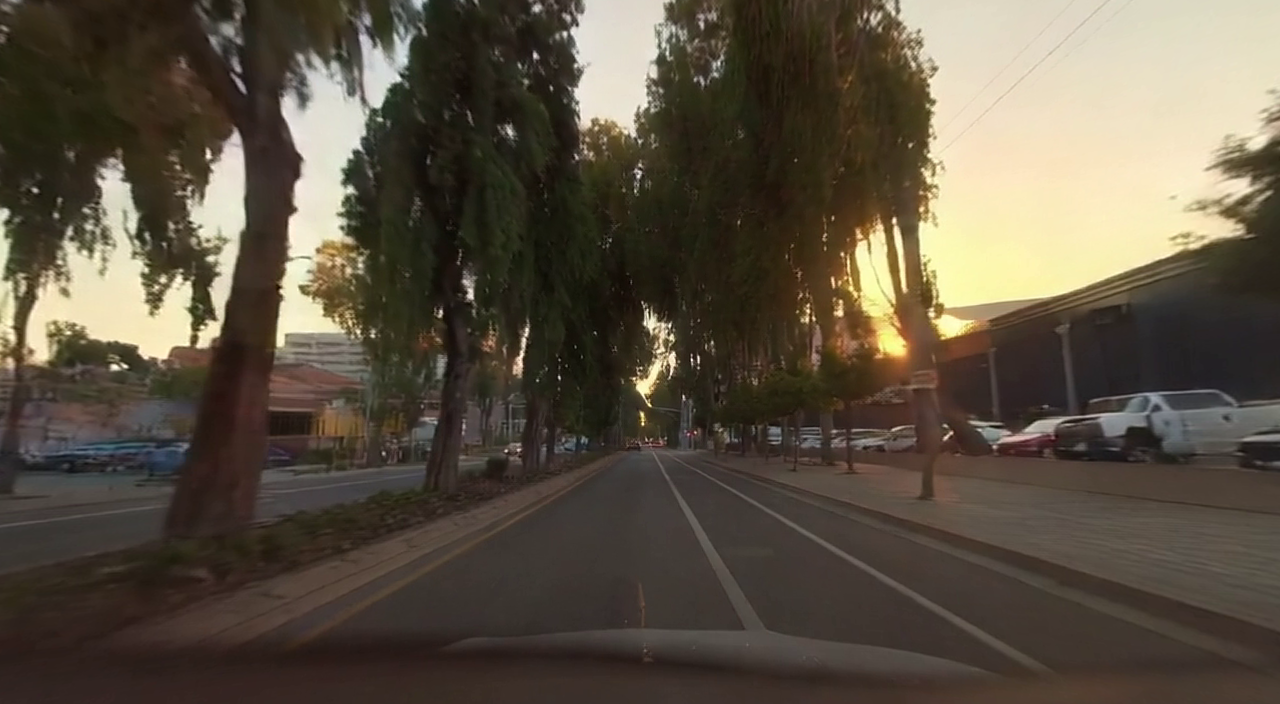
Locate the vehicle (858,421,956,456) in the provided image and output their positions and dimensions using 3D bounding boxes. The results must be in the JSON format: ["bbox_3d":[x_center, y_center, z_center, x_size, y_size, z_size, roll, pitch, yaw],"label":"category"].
[{"bbox_3d":[13.362,4.332,31.670,3.953,1.492,1.921,-3,-7,-1],"label":"vehicle"}]

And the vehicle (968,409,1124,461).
[{"bbox_3d":[12.934,2.667,20.247,3.686,1.428,1.802,-3,-7,0],"label":"vehicle"}]

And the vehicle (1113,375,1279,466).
[{"bbox_3d":[12.779,1.428,12.845,4.469,1.709,2.098,0,-8,2],"label":"vehicle"}]

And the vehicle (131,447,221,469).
[{"bbox_3d":[-30.719,6.996,41.775,4.448,1.430,1.888,0,-8,1],"label":"vehicle"}]

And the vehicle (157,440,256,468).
[{"bbox_3d":[-30.722,7.251,44.796,5.435,1.920,2.245,0,-8,3],"label":"vehicle"}]

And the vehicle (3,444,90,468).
[{"bbox_3d":[-43.999,7.731,46.815,4.359,1.748,1.976,0,-8,-1],"label":"vehicle"}]
